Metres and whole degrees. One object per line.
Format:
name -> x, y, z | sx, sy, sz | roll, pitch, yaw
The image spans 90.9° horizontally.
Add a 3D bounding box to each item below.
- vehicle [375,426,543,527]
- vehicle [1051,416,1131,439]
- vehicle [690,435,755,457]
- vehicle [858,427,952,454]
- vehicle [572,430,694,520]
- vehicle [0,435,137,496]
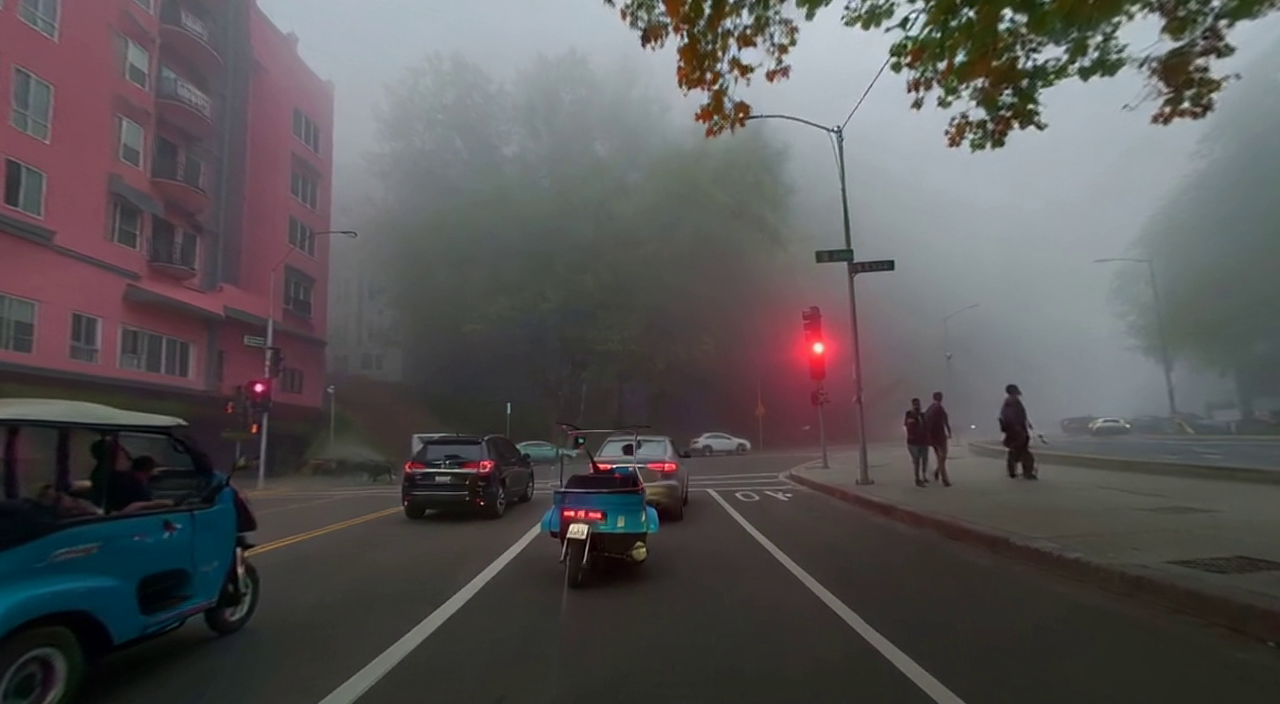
vehicle -> -3.261, 2.330, 12.331 | 1.935, 1.615, 4.073 | -1, -9, 2
vehicle -> 30.820, 5.193, 43.142 | 1.751, 1.420, 4.027 | 8, -12, -42
vehicle -> 5.821, 6.630, 44.325 | 4.511, 1.464, 1.816 | 6, -11, -37
vehicle -> 15.323, 5.177, 36.580 | 4.661, 1.456, 1.862 | -6, -10, 34
vehicle -> -0.077, 2.359, 12.578 | 2.025, 1.458, 4.085 | -1, -9, 1
vehicle -> -28.890, 5.642, 31.353 | 5.890, 2.393, 2.346 | -5, -7, 1
